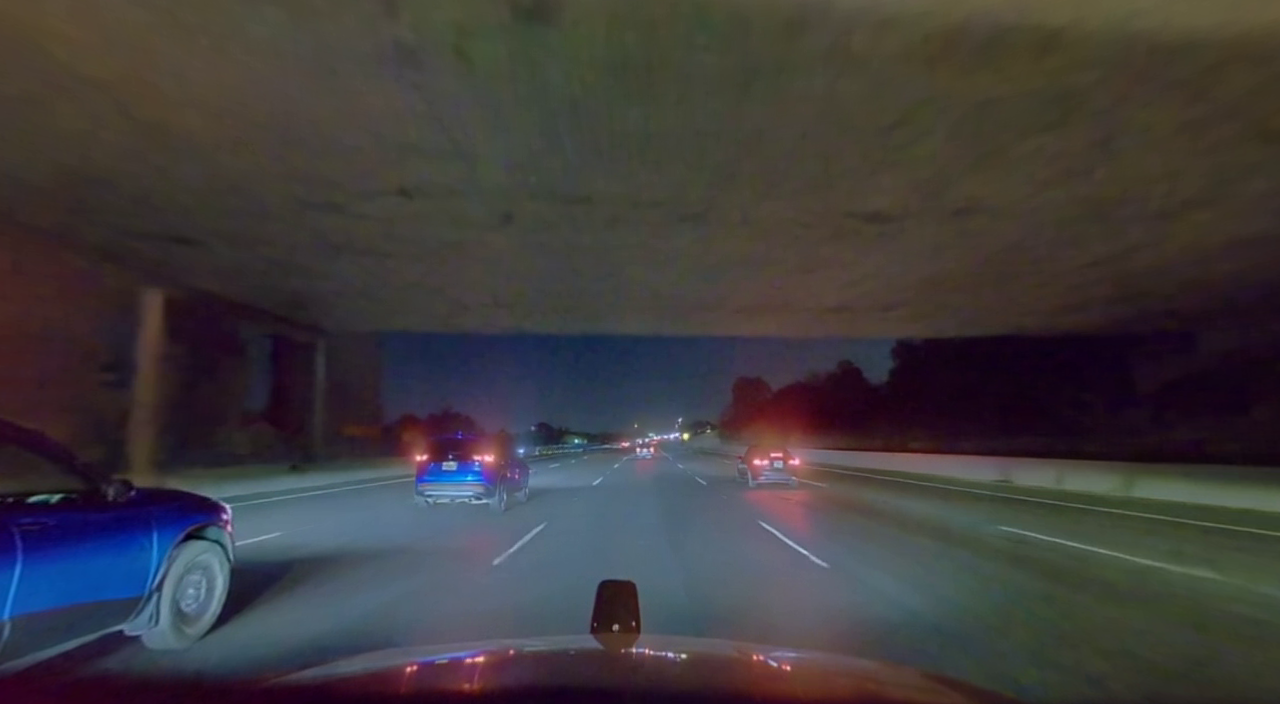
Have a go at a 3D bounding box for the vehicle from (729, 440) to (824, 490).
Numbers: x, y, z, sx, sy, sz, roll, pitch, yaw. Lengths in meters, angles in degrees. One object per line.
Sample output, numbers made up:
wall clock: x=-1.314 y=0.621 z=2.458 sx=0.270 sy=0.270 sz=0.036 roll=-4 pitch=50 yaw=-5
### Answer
vehicle: x=4.307 y=3.622 z=20.686 sx=2.083 sy=1.453 sz=4.307 roll=0 pitch=-8 yaw=-1

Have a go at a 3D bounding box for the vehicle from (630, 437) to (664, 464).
vehicle: x=0.506 y=7.150 z=46.162 sx=2.428 sy=1.841 sz=4.402 roll=0 pitch=-8 yaw=1

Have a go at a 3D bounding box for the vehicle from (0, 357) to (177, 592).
vehicle: x=-6.572 y=0.944 z=4.692 sx=2.327 sy=1.958 sz=5.113 roll=0 pitch=-8 yaw=0

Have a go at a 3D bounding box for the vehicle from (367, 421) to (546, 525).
vehicle: x=-3.239 y=2.233 z=12.204 sx=2.193 sy=1.641 sz=4.077 roll=0 pitch=-8 yaw=1
